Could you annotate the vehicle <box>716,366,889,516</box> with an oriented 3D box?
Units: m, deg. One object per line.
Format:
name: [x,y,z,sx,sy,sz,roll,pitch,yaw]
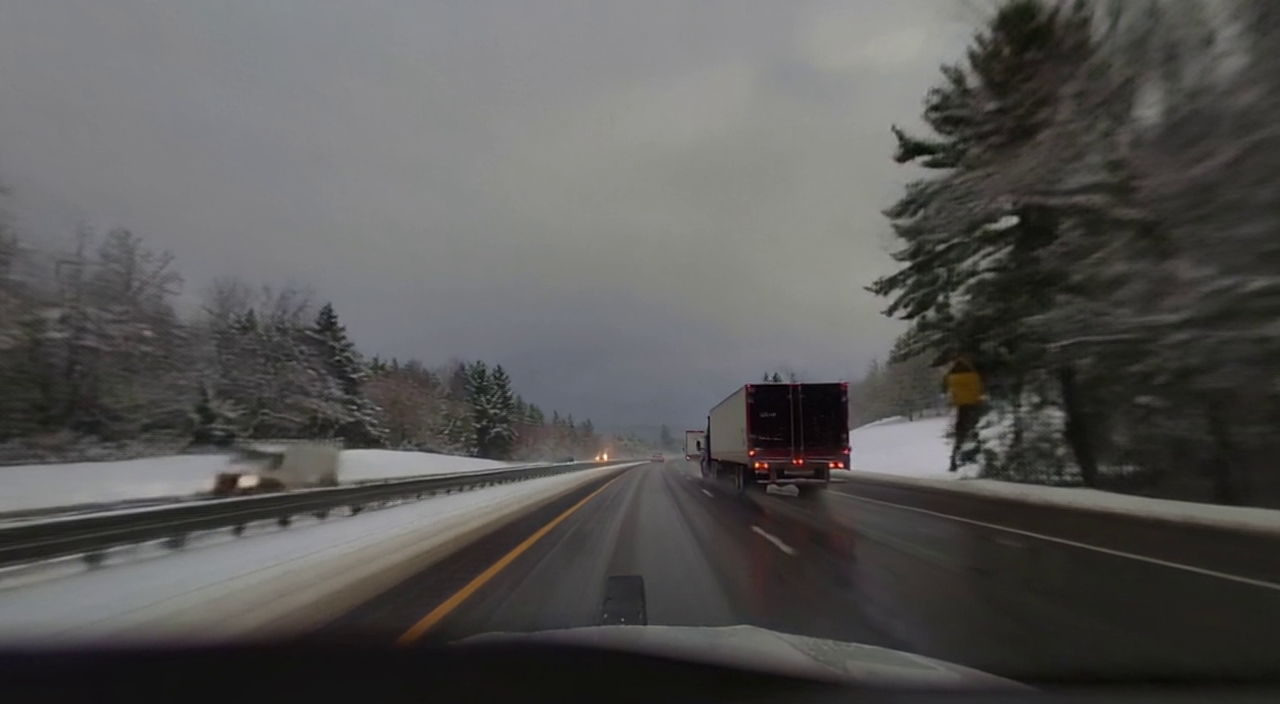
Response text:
vehicle: [4.552,3.009,20.907,2.866,3.558,11.674,0,-9,1]

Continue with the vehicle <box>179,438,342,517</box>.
vehicle: [-12.823,4.229,21.863,2.199,2.357,5.256,0,-9,2]
